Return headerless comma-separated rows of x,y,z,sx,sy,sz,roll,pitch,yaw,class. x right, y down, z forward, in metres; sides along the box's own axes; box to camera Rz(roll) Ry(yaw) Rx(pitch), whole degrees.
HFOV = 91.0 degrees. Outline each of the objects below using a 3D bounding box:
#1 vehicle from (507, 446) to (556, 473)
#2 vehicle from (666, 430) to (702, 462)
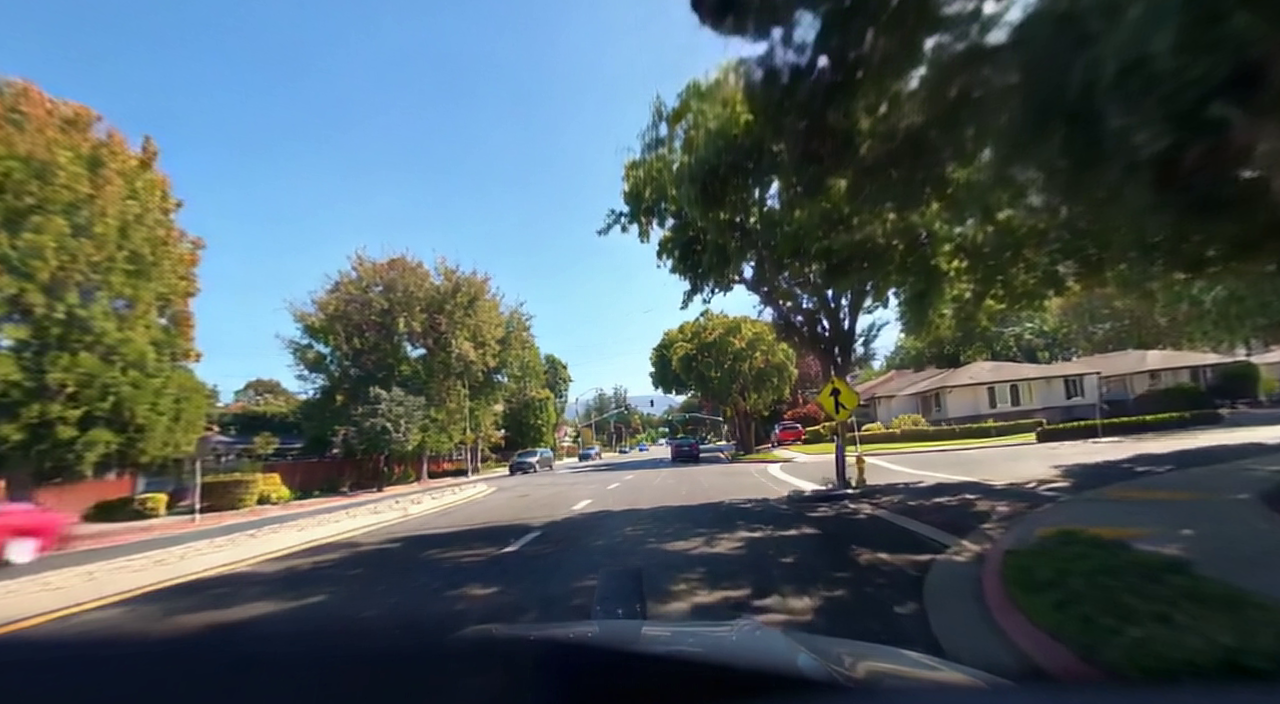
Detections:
-7.516,7.497,44.110,2.014,1.734,4.482,-2,-8,9,vehicle
2.824,5.934,39.853,2.059,1.908,4.714,-2,-8,6,vehicle
